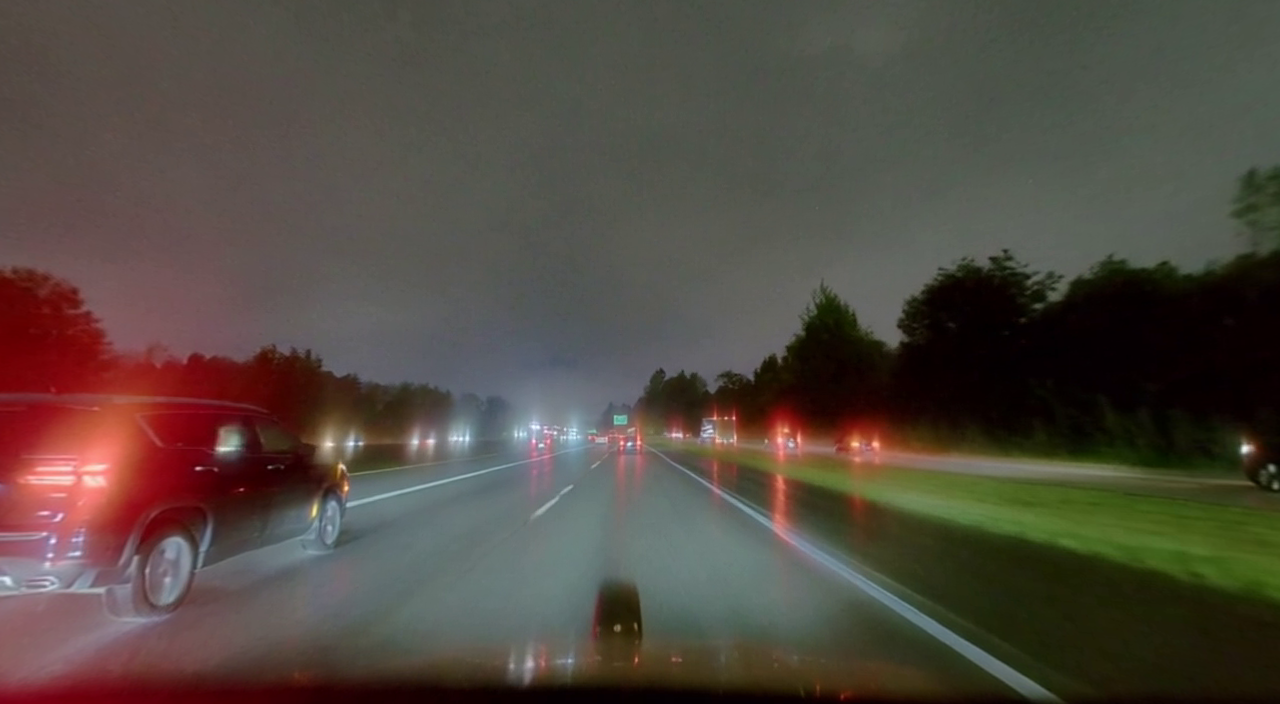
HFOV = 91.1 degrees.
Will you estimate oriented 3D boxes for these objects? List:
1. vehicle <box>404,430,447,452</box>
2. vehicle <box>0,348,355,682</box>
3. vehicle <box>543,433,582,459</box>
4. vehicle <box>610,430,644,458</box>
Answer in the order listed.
[{"bbox_3d":[-16.739,6.981,49.280,1.877,1.639,4.310,0,-8,0],"label":"vehicle"},{"bbox_3d":[-4.514,1.166,5.596,1.971,1.822,4.366,0,-7,-1],"label":"vehicle"},{"bbox_3d":[-4.636,5.657,38.117,1.909,1.445,4.087,0,-7,-1],"label":"vehicle"},{"bbox_3d":[-0.803,5.776,39.685,2.002,1.611,3.778,0,-8,-1],"label":"vehicle"}]
